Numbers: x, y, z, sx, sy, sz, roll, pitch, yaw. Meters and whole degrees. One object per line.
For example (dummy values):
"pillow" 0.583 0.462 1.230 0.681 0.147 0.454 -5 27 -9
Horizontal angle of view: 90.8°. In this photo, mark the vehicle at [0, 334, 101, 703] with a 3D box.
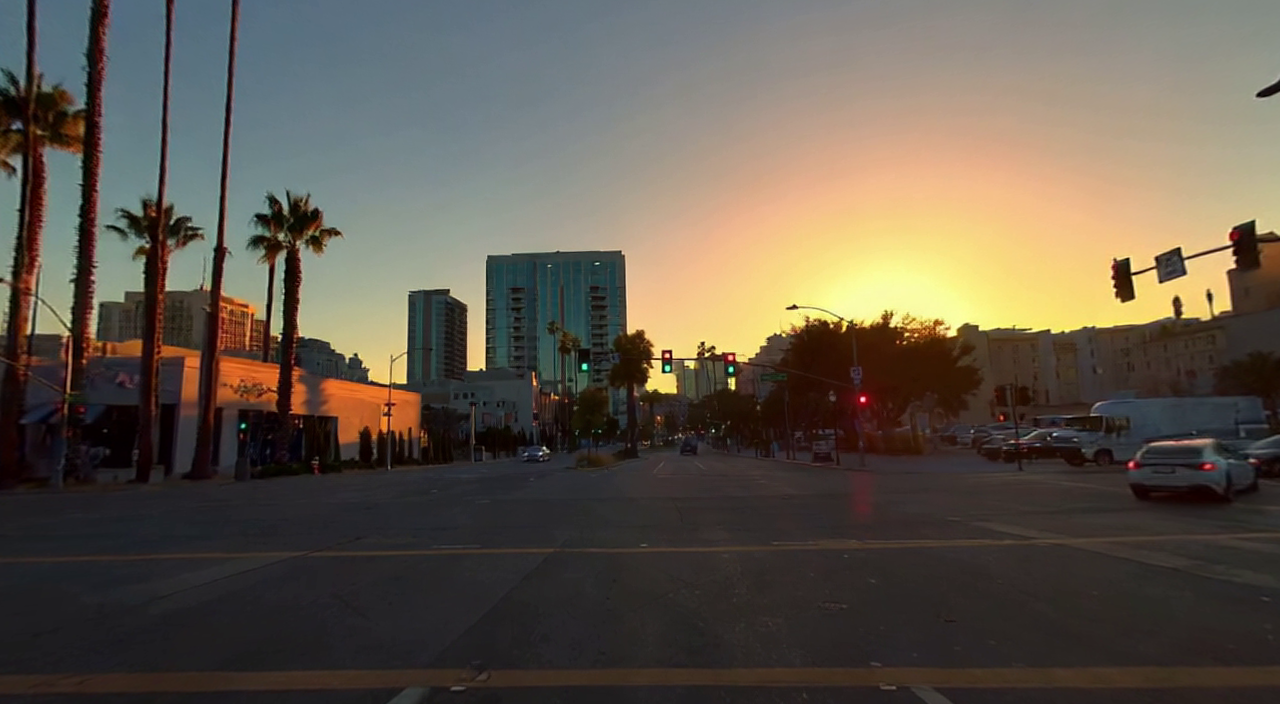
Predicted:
"vehicle" -3.334 0.482 0.280 2.026 1.723 4.832 0 -9 -2

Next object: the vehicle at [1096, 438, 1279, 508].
"vehicle" 13.590 2.883 15.427 4.520 1.475 2.003 4 -10 -27

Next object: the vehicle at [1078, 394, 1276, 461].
"vehicle" 32.621 4.777 39.326 2.863 3.609 10.252 0 -8 -3
